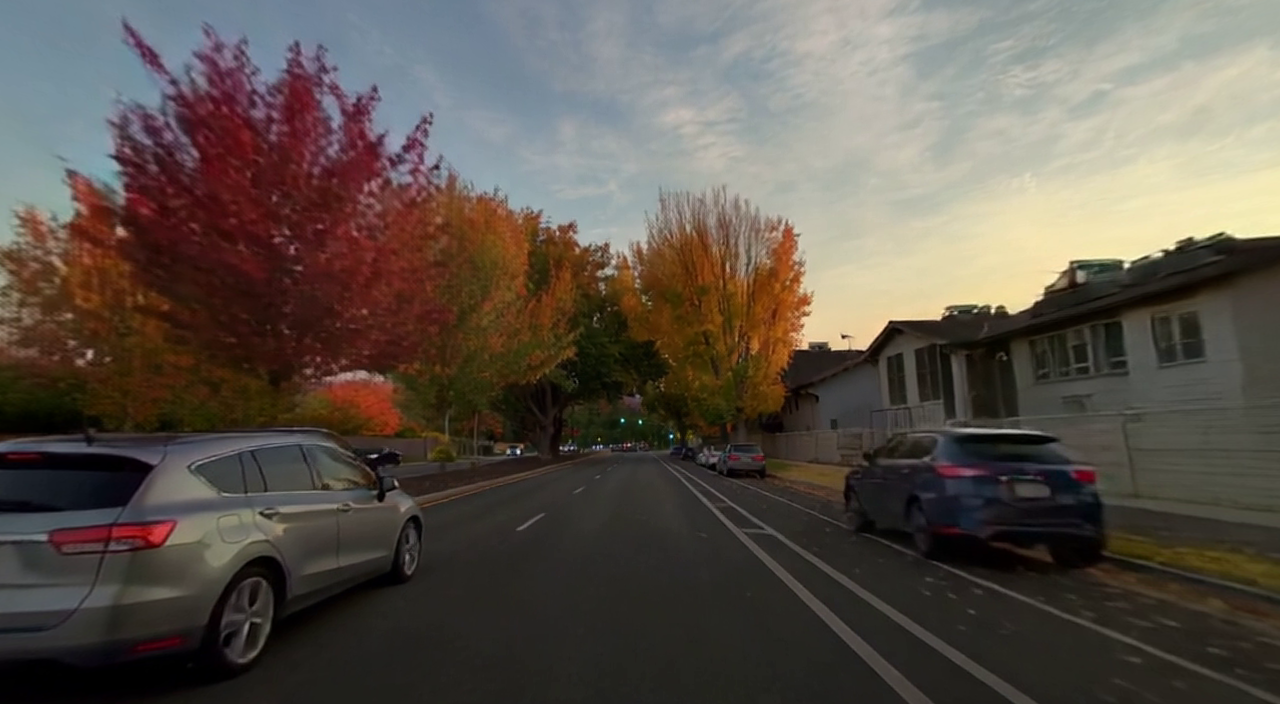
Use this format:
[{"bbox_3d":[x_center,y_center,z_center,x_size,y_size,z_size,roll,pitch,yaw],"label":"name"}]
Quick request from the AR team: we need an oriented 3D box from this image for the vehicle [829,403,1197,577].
[{"bbox_3d":[4.768,1.875,9.507,2.164,1.793,5.671,0,-9,1],"label":"vehicle"}]

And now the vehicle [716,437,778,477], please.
[{"bbox_3d":[4.877,4.872,29.319,2.014,1.700,4.369,1,-9,-1],"label":"vehicle"}]

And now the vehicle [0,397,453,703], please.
[{"bbox_3d":[-3.193,1.268,4.947,1.982,1.478,4.465,0,-9,1],"label":"vehicle"}]
